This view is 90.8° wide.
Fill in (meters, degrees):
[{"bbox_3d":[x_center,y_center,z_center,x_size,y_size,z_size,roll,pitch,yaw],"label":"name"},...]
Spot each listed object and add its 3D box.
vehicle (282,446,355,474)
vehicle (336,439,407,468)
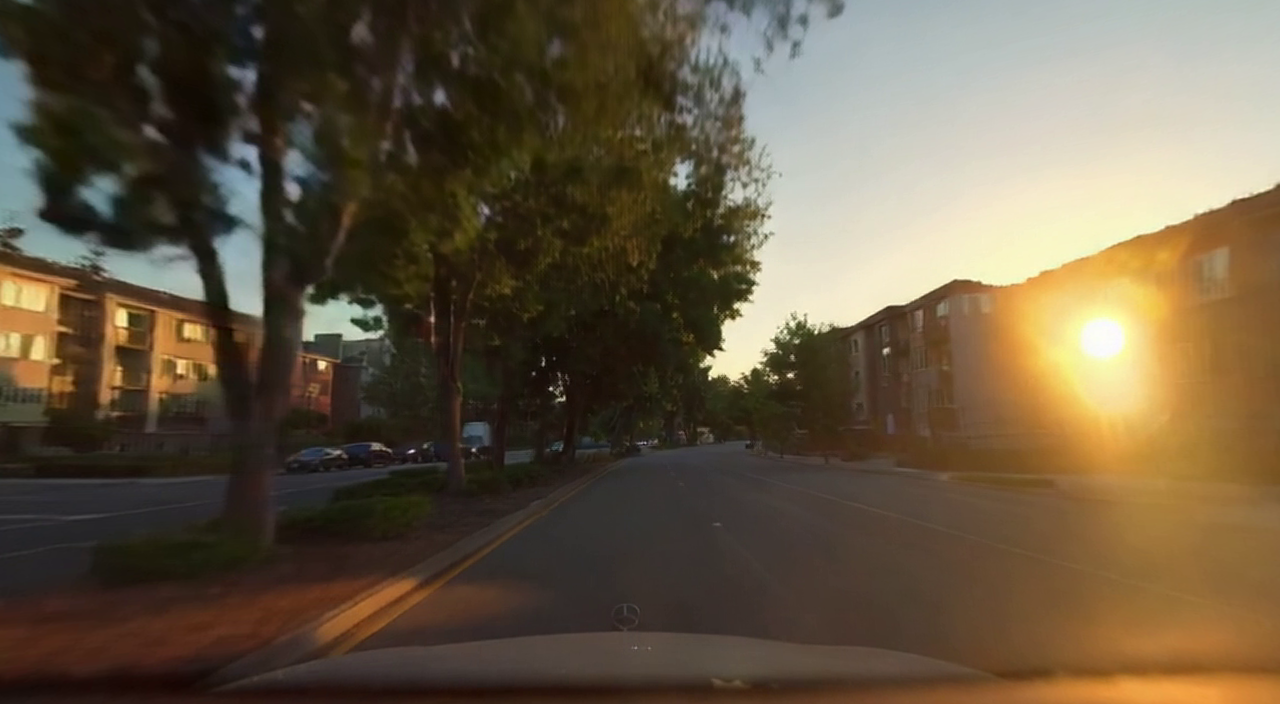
[{"bbox_3d":[-18.833,6.315,37.223,1.880,1.457,4.487,-3,-8,2],"label":"vehicle"},{"bbox_3d":[-18.434,7.006,43.650,2.295,1.809,5.236,-2,-9,4],"label":"vehicle"}]
